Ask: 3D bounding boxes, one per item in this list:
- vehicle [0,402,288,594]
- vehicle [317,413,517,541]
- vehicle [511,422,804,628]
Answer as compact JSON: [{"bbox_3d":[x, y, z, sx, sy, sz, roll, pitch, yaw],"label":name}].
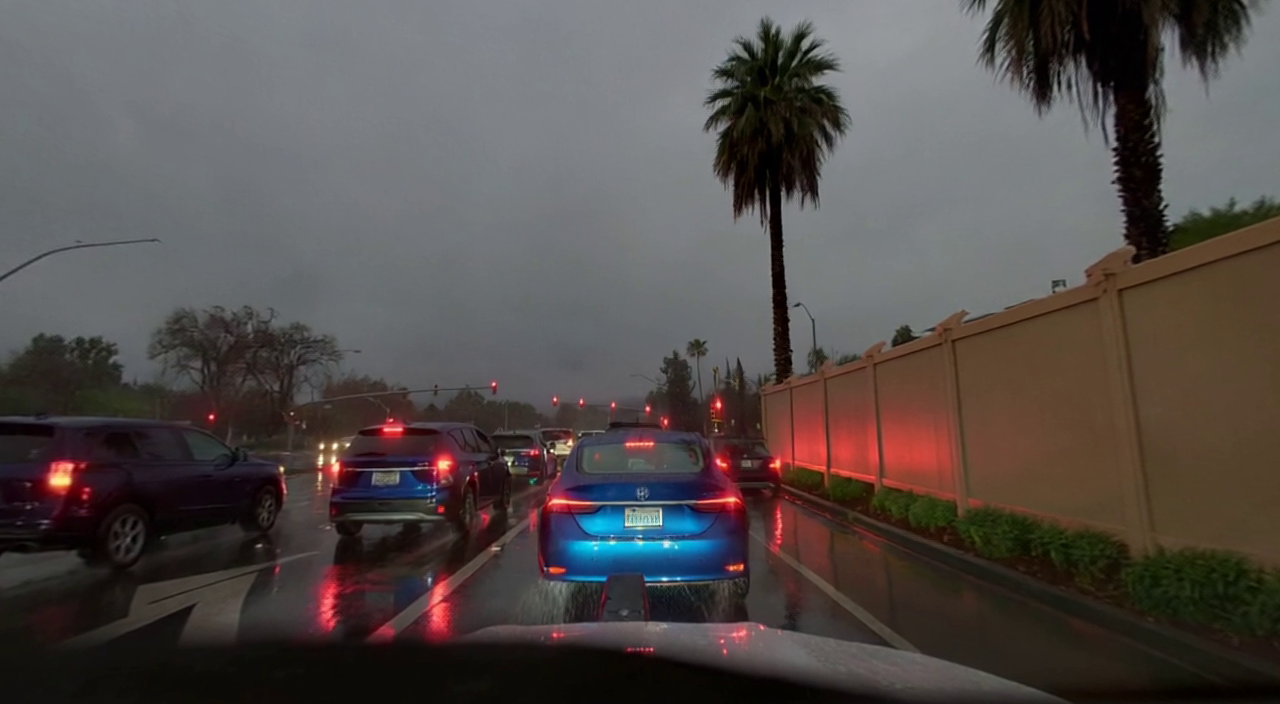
[{"bbox_3d":[-6.680,1.650,7.981,1.963,1.721,4.467,0,-8,-2],"label":"vehicle"},{"bbox_3d":[-3.485,2.028,10.838,2.007,1.746,4.136,0,-8,-2],"label":"vehicle"},{"bbox_3d":[0.064,1.576,6.795,2.128,1.473,4.272,0,-8,-2],"label":"vehicle"}]
